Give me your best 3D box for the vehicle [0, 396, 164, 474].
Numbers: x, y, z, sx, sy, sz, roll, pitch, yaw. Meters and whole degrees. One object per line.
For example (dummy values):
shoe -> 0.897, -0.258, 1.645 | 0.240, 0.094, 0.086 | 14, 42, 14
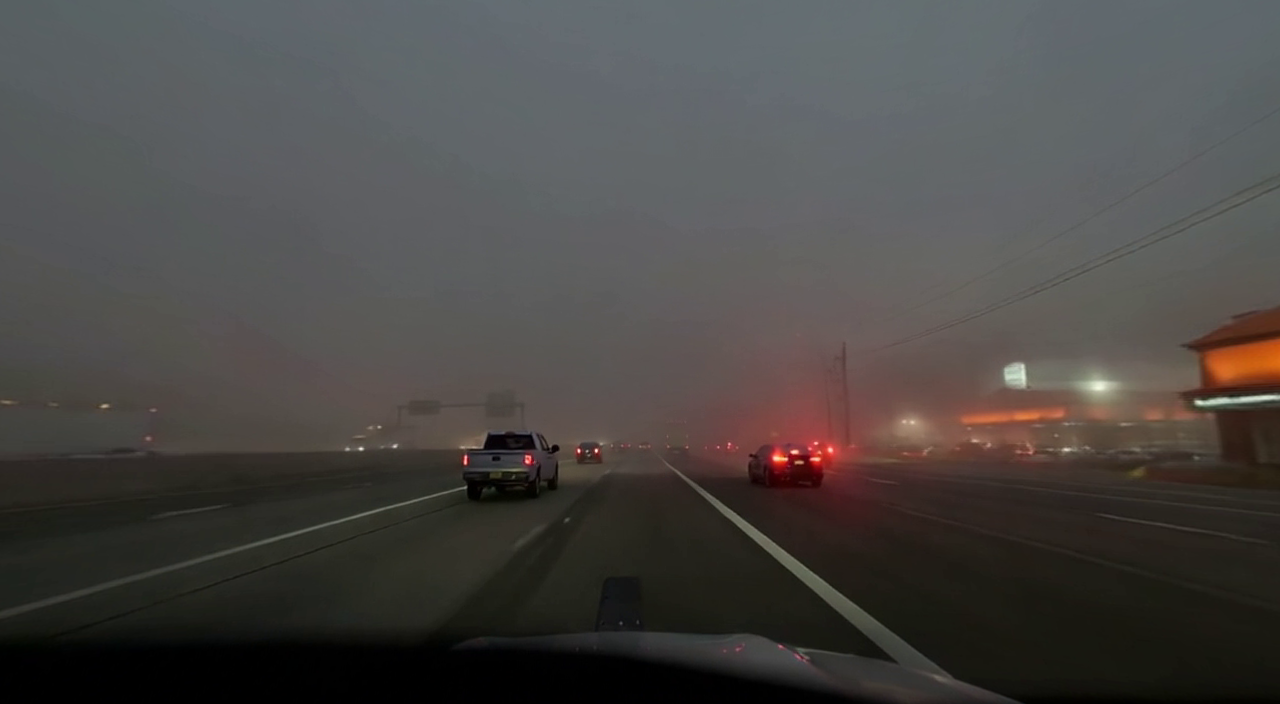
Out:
vehicle -> -33.931, 4.571, 34.543 | 2.895, 3.931, 15.650 | 0, -9, 3

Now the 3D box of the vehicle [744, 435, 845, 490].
vehicle -> 4.686, 3.412, 19.832 | 1.980, 1.501, 4.433 | 0, -8, -1

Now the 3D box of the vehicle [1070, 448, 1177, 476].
vehicle -> 36.128, 8.215, 47.168 | 5.875, 1.851, 2.305 | -3, -9, 2

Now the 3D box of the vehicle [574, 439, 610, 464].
vehicle -> -3.024, 6.403, 40.676 | 1.929, 1.521, 4.097 | 0, -9, 1

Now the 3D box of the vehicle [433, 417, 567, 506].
vehicle -> -3.147, 2.587, 15.278 | 2.130, 1.799, 4.583 | 0, -9, 1
